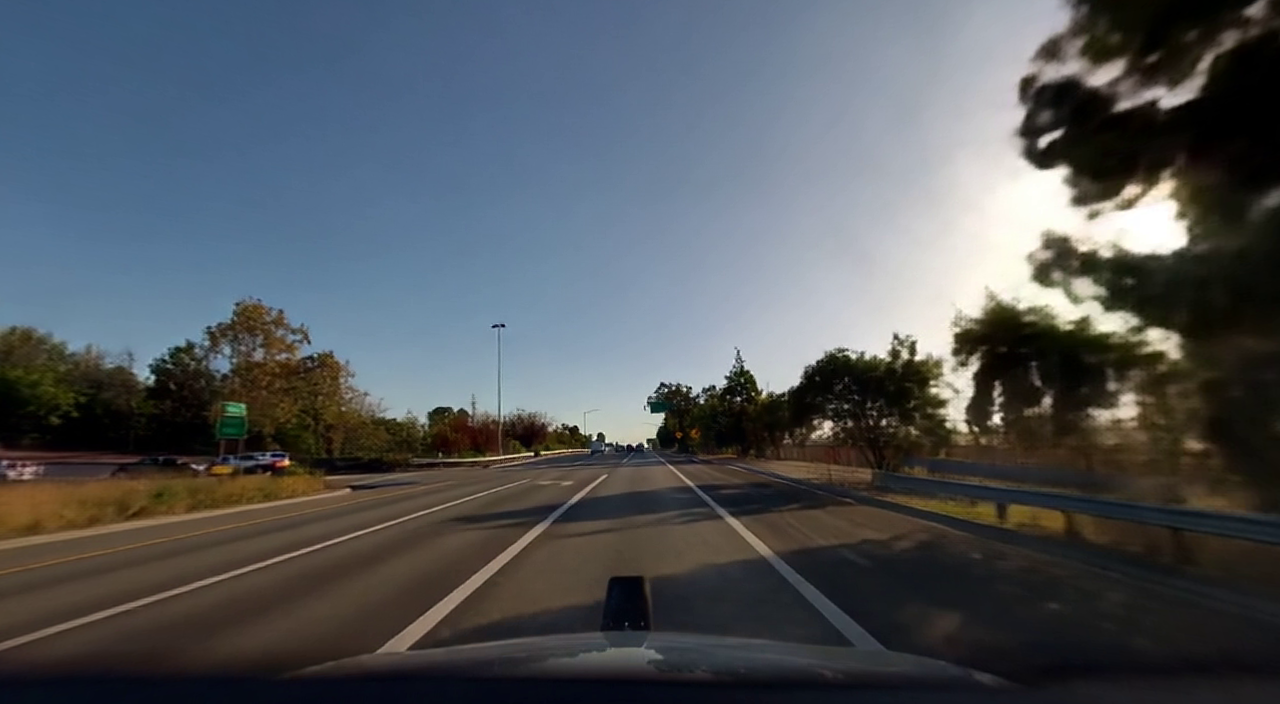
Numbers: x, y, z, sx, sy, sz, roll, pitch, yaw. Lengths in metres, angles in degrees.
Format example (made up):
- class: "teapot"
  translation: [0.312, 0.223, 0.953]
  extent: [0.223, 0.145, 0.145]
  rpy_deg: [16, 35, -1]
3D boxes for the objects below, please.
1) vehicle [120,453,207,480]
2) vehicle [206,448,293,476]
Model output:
- class: "vehicle"
  translation: [-31.566, 7.572, 41.819]
  extent: [4.260, 1.498, 1.850]
  rpy_deg: [-3, -8, -1]
- class: "vehicle"
  translation: [-25.705, 7.223, 41.549]
  extent: [4.495, 1.641, 1.966]
  rpy_deg: [-2, -8, 3]
